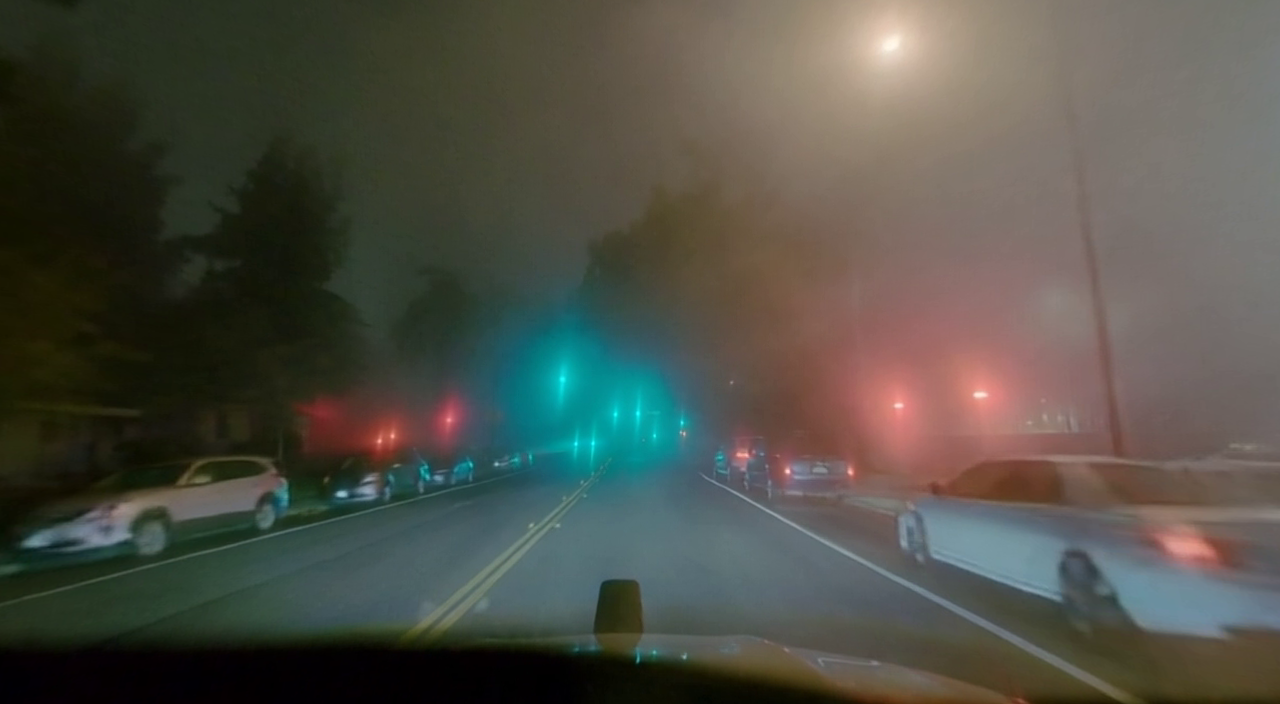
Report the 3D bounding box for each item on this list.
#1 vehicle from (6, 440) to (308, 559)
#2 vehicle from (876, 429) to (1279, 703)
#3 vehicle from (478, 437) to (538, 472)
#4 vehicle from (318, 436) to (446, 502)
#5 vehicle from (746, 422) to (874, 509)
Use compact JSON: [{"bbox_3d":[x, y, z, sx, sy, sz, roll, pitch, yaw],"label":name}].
[{"bbox_3d":[-7.458,2.254,10.308,1.976,1.554,3.654,0,-9,0],"label":"vehicle"},{"bbox_3d":[3.938,1.432,5.429,2.036,1.405,4.312,0,-9,-2],"label":"vehicle"},{"bbox_3d":[-7.324,5.767,35.557,2.150,1.766,5.483,0,-9,0],"label":"vehicle"},{"bbox_3d":[-7.519,3.428,18.937,1.994,1.718,4.518,0,-9,-1],"label":"vehicle"},{"bbox_3d":[3.919,2.683,15.358,1.908,1.788,4.397,1,-8,0],"label":"vehicle"}]
